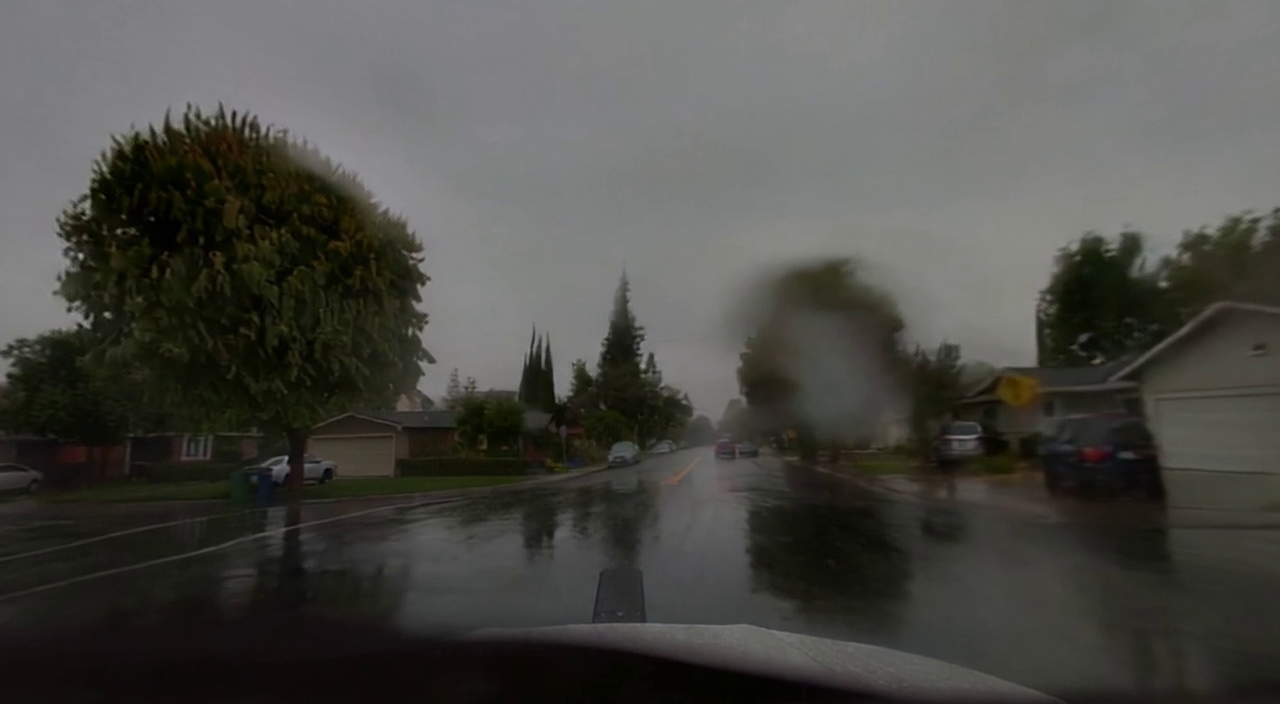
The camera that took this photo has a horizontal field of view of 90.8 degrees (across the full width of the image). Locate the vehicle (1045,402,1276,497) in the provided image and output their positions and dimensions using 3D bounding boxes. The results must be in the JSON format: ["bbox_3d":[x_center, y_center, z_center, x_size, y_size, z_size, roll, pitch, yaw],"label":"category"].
[{"bbox_3d":[12.620,2.451,16.010,2.333,1.933,5.662,-2,-9,16],"label":"vehicle"}]

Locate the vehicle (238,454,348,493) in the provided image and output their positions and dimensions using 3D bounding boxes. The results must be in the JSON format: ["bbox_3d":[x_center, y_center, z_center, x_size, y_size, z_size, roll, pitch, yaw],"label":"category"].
[{"bbox_3d":[-15.425,5.385,28.399,1.917,1.499,4.569,-1,-9,8],"label":"vehicle"}]

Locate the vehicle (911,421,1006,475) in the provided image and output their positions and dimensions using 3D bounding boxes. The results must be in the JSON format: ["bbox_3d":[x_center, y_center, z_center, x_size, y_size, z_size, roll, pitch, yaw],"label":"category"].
[{"bbox_3d":[12.056,3.684,24.276,2.130,1.836,4.464,-2,-9,13],"label":"vehicle"}]

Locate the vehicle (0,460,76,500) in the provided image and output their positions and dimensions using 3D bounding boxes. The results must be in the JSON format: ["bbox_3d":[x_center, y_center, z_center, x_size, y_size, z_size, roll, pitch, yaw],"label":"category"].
[{"bbox_3d":[-28.989,5.841,28.980,1.978,1.666,4.230,-1,-9,8],"label":"vehicle"}]

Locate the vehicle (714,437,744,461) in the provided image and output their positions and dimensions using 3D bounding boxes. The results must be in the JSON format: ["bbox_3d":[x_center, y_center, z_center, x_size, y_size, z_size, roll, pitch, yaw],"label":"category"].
[{"bbox_3d":[6.683,7.303,47.523,2.116,1.711,4.155,-1,-9,8],"label":"vehicle"}]

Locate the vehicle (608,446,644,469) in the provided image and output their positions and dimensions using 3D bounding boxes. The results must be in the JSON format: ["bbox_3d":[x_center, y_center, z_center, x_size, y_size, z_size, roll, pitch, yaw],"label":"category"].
[{"bbox_3d":[-0.985,7.736,46.551,2.075,1.551,4.074,-1,-9,6],"label":"vehicle"}]
